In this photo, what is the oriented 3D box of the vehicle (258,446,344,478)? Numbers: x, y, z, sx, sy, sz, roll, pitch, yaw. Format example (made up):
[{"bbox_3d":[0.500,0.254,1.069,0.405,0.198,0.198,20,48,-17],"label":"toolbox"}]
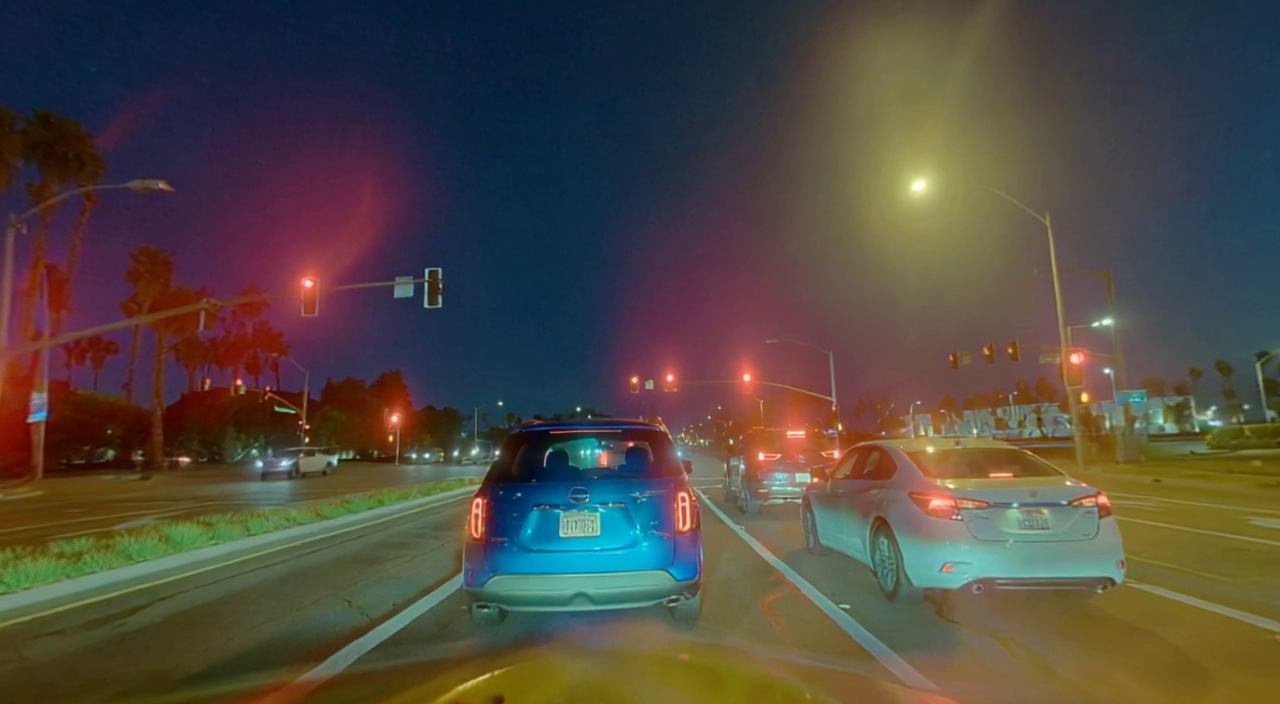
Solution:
[{"bbox_3d":[-19.863,6.437,37.118,2.119,1.786,5.252,0,-9,0],"label":"vehicle"}]

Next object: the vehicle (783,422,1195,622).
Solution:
[{"bbox_3d":[3.120,1.605,6.990,1.971,1.473,4.495,0,-8,0],"label":"vehicle"}]

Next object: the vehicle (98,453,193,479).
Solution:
[{"bbox_3d":[-37.012,8.527,47.093,5.347,1.785,2.123,0,-8,1],"label":"vehicle"}]

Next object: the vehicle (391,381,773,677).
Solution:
[{"bbox_3d":[-0.334,1.312,5.698,2.172,1.694,4.055,0,-9,0],"label":"vehicle"}]
